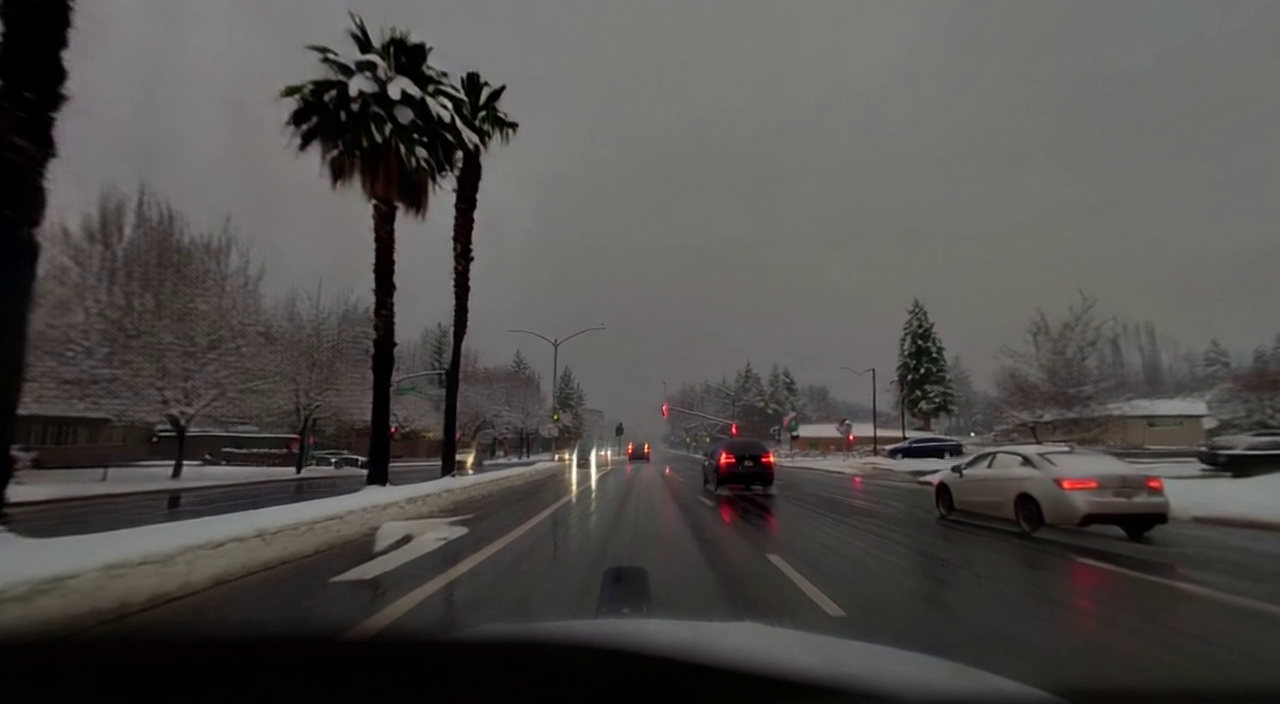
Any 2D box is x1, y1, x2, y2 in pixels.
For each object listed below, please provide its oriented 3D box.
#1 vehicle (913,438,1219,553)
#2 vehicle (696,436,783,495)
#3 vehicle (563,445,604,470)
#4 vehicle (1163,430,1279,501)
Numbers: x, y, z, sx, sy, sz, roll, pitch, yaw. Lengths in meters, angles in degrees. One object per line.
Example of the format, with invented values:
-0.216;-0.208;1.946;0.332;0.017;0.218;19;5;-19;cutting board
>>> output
6.529;2.208;10.512;1.890;1.471;4.566;0;-9;0;vehicle
2.977;3.506;19.834;2.009;1.639;4.267;0;-9;0;vehicle
-3.574;6.739;40.372;2.037;1.472;4.152;0;-9;3;vehicle
17.850;3.094;17.456;4.747;1.807;2.251;0;-8;-3;vehicle
